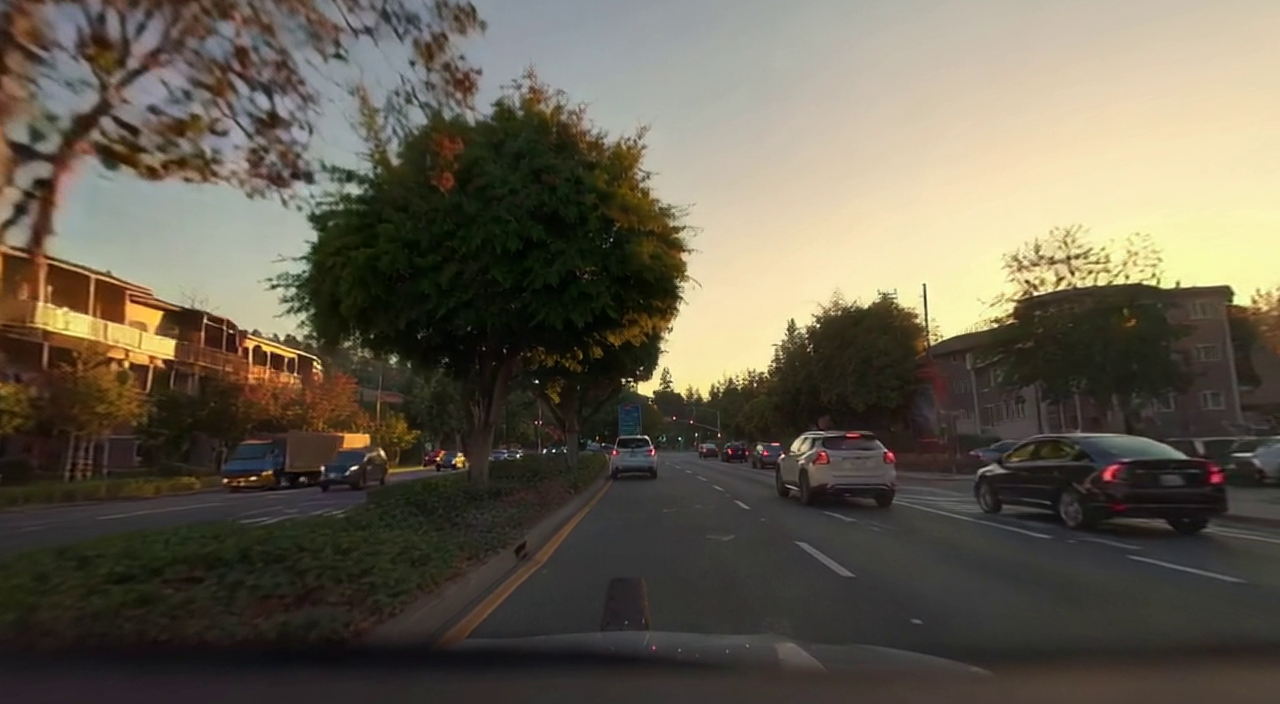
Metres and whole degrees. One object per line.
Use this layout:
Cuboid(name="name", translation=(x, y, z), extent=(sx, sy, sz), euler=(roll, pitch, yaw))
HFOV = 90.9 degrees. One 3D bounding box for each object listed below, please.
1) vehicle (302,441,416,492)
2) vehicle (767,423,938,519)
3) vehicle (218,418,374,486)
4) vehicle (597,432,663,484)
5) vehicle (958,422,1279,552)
Cuboid(name="vehicle", translation=(-10.616, 4.325, 24.270), extent=(2.142, 1.742, 4.523), euler=(0, -8, 2))
Cuboid(name="vehicle", translation=(4.235, 2.447, 13.500), extent=(2.100, 1.689, 4.501), euler=(0, -8, 1))
Cuboid(name="vehicle", translation=(-20.063, 5.969, 38.026), extent=(3.233, 3.473, 10.664), euler=(0, -8, 1))
Cuboid(name="vehicle", translation=(-0.377, 4.080, 24.535), extent=(2.332, 1.798, 4.546), euler=(0, -8, 0))
Cuboid(name="vehicle", translation=(7.304, 1.994, 10.027), extent=(2.133, 1.583, 4.496), euler=(0, -8, 0))
